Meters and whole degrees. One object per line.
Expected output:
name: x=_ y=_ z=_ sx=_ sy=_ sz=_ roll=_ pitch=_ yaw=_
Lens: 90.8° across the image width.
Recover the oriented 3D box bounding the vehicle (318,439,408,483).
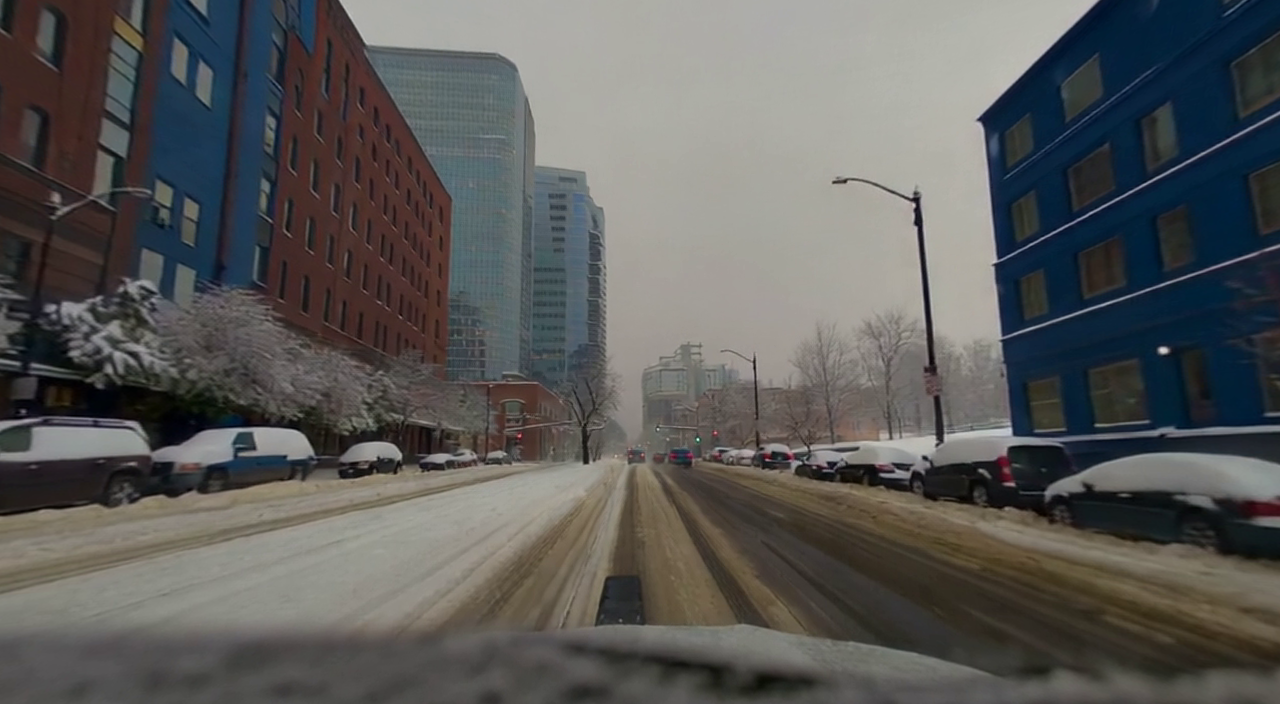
vehicle: x=-14.303 y=5.791 z=33.039 sx=2.330 sy=2.013 sz=5.310 roll=0 pitch=-12 yaw=-1

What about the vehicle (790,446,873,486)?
vehicle: x=7.869 y=4.721 z=26.477 sx=2.018 sy=1.489 sz=4.620 roll=-1 pitch=-9 yaw=0

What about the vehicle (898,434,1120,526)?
vehicle: x=7.985 y=2.806 z=14.365 sx=2.174 sy=1.697 sz=4.520 roll=0 pitch=-9 yaw=-2

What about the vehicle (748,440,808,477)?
vehicle: x=7.985 y=6.229 z=37.170 sx=2.305 sy=1.984 sz=5.002 roll=-1 pitch=-9 yaw=-1

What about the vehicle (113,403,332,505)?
vehicle: x=-14.567 y=3.651 z=22.950 sx=3.047 sy=3.098 sz=6.783 roll=0 pitch=-9 yaw=2

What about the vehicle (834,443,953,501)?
vehicle: x=7.920 y=3.780 z=20.192 sx=2.054 sy=1.628 sz=3.841 roll=0 pitch=-9 yaw=-2

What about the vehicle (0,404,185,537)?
vehicle: x=-14.805 y=2.738 z=14.875 sx=2.719 sy=2.775 sz=6.724 roll=0 pitch=-9 yaw=4

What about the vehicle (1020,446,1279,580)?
vehicle: x=7.982 y=2.149 z=9.299 sx=1.817 sy=1.467 sz=4.644 roll=-1 pitch=-9 yaw=-1

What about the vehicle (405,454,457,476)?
vehicle: x=-14.885 y=8.032 z=45.189 sx=1.953 sy=1.456 sz=4.690 roll=0 pitch=-9 yaw=2

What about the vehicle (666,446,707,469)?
vehicle: x=3.066 y=7.072 z=42.576 sx=2.238 sy=1.499 sz=4.964 roll=0 pitch=-9 yaw=-2
